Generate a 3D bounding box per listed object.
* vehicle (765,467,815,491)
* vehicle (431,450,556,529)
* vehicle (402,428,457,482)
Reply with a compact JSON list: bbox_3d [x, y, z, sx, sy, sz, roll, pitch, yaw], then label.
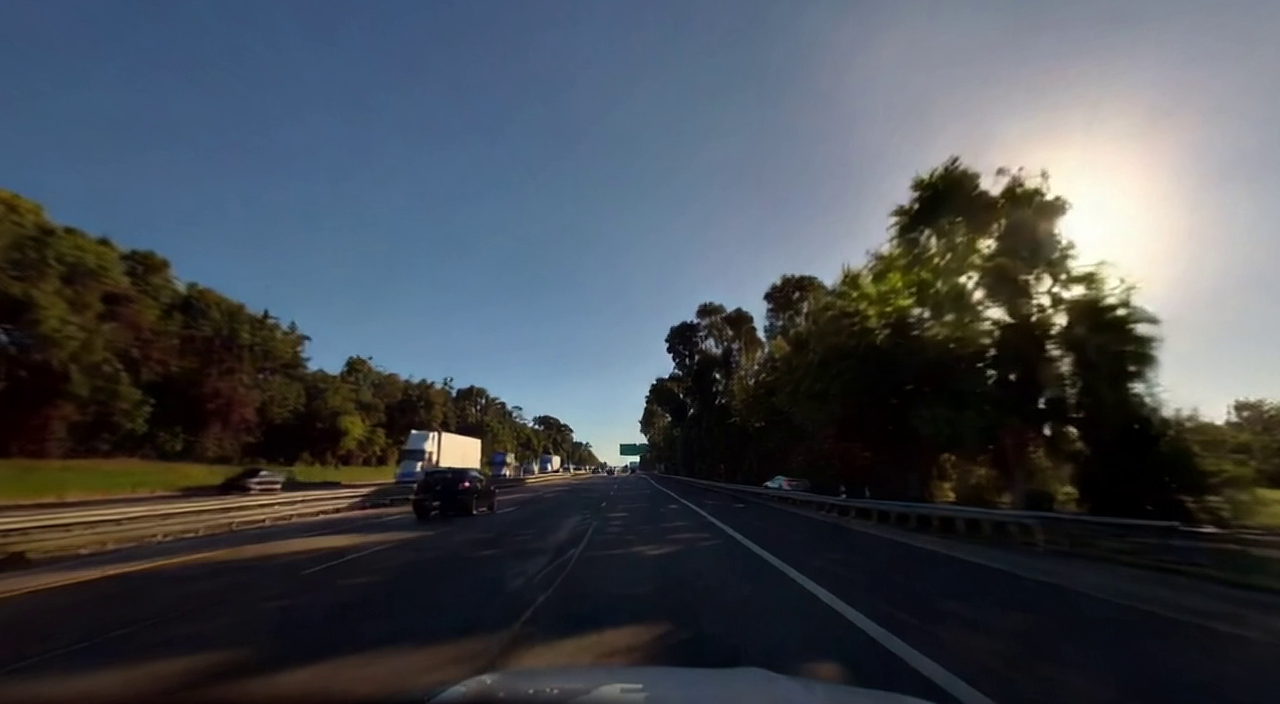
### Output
[{"bbox_3d":[10.095,8.611,42.856,1.993,1.512,4.314,2,-11,-5],"label":"vehicle"},{"bbox_3d":[-3.426,3.353,15.773,1.912,1.631,4.672,1,-11,1],"label":"vehicle"},{"bbox_3d":[-16.350,8.076,49.217,2.997,4.013,3.159,1,-10,-1],"label":"vehicle"}]
